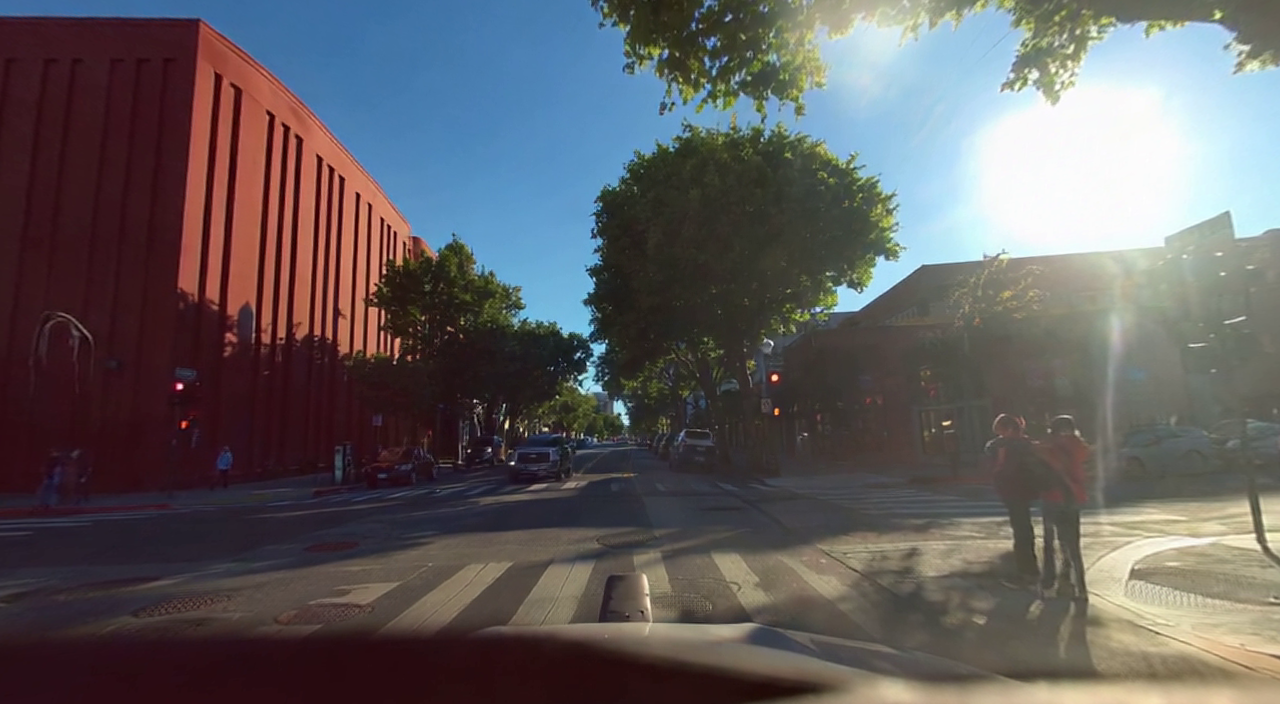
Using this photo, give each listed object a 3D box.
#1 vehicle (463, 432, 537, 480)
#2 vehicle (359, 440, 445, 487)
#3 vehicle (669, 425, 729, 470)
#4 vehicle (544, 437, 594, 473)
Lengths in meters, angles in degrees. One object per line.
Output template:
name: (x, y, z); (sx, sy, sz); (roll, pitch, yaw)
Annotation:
vehicle: (-5.987, 4.499, 27.577); (2.242, 1.887, 4.924); (0, -8, -2)
vehicle: (-9.917, 4.651, 26.696); (2.216, 1.804, 4.526); (1, -8, -5)
vehicle: (3.071, 5.155, 34.146); (2.557, 2.188, 5.164); (0, -8, -2)
vehicle: (-3.296, 4.852, 29.879); (2.033, 1.596, 4.142); (0, -8, -2)
